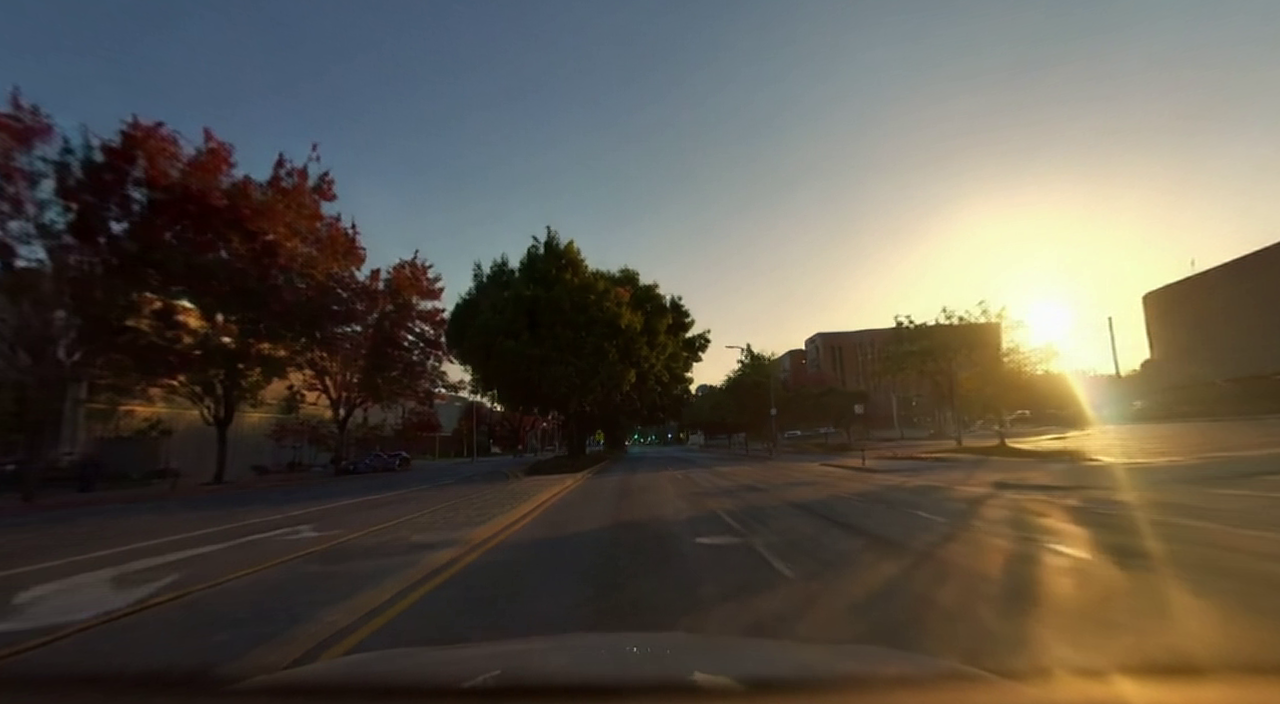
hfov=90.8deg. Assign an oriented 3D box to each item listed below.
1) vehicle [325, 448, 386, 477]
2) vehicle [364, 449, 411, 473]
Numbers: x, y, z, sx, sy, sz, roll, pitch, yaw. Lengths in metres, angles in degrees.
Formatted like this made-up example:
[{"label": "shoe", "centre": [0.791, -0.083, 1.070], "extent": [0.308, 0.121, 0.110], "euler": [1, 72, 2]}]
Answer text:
[{"label": "vehicle", "centre": [-19.509, 7.553, 43.576], "extent": [2.255, 1.848, 4.617], "euler": [0, -8, -2]}, {"label": "vehicle", "centre": [-19.679, 8.523, 49.450], "extent": [1.965, 1.665, 4.577], "euler": [-2, -9, -2]}]
